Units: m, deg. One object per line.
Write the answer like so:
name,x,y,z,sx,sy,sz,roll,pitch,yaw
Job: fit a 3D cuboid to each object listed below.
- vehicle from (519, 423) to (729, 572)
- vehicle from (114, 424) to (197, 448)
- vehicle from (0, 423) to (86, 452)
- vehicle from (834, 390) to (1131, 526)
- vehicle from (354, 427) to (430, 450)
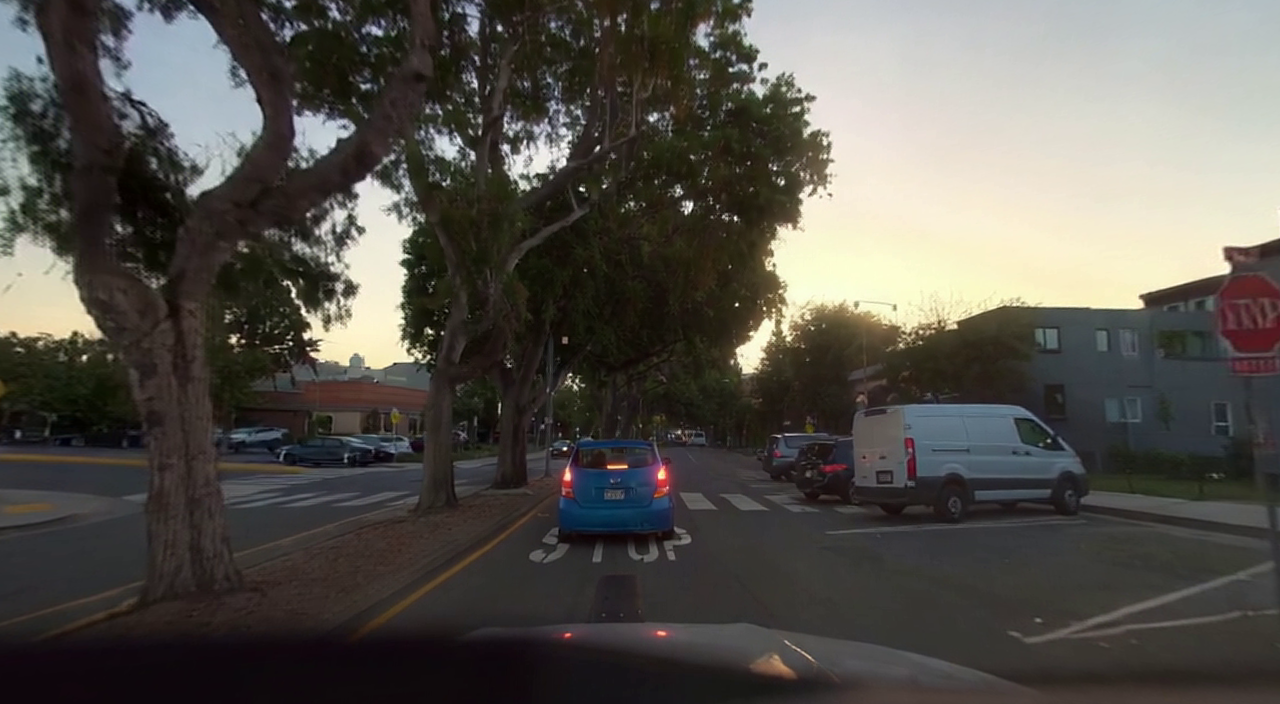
vehicle,-0.220,1.775,8.565,2.065,1.450,4.522,0,-8,-2
vehicle,-31.889,5.558,41.653,3.915,1.574,1.850,0,-8,3
vehicle,-31.880,4.473,32.882,4.168,1.458,1.904,0,-8,-3
vehicle,6.615,1.987,12.164,5.385,2.146,2.143,4,-9,-26
vehicle,-18.483,6.505,47.330,4.892,1.679,1.927,1,-8,-6
